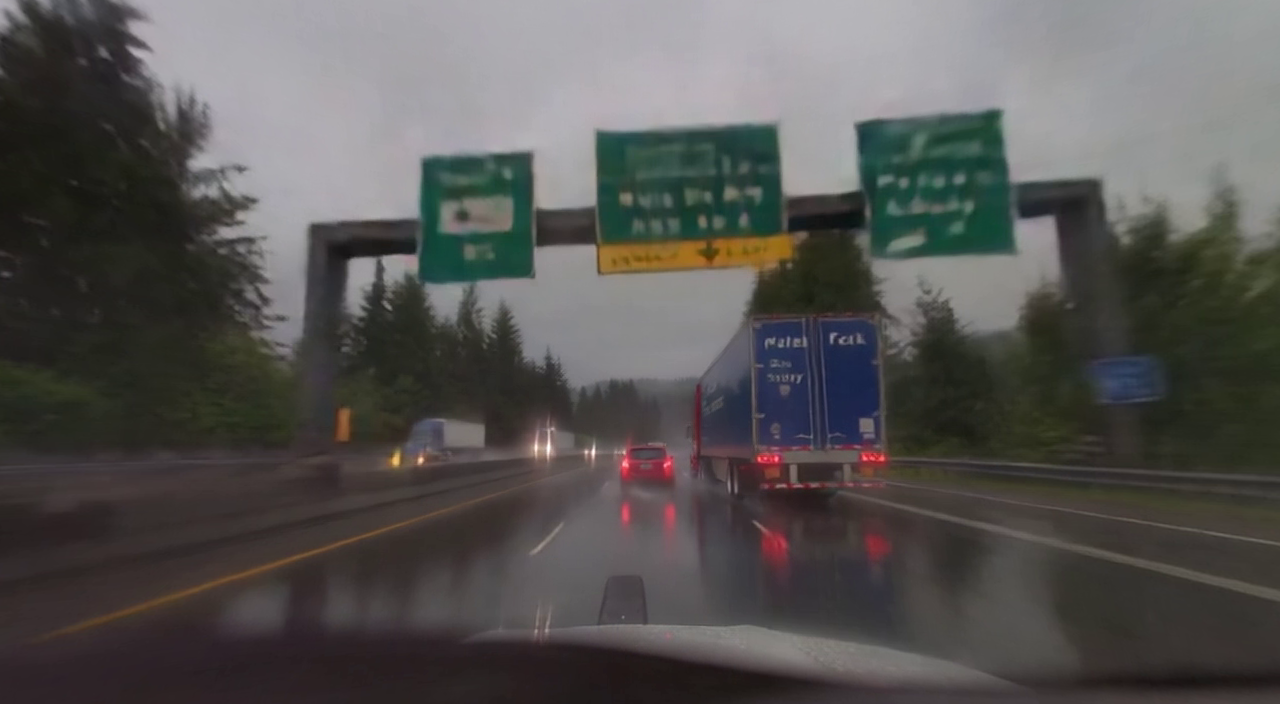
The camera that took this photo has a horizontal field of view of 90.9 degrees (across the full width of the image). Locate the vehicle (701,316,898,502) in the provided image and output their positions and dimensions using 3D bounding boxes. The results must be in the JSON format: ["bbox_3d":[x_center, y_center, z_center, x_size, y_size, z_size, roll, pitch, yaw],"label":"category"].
[{"bbox_3d":[4.053,2.283,20.465,2.960,4.018,13.834,0,-9,1],"label":"vehicle"}]

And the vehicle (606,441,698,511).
[{"bbox_3d":[0.253,3.135,16.367,2.039,1.532,4.610,0,-9,-1],"label":"vehicle"}]
